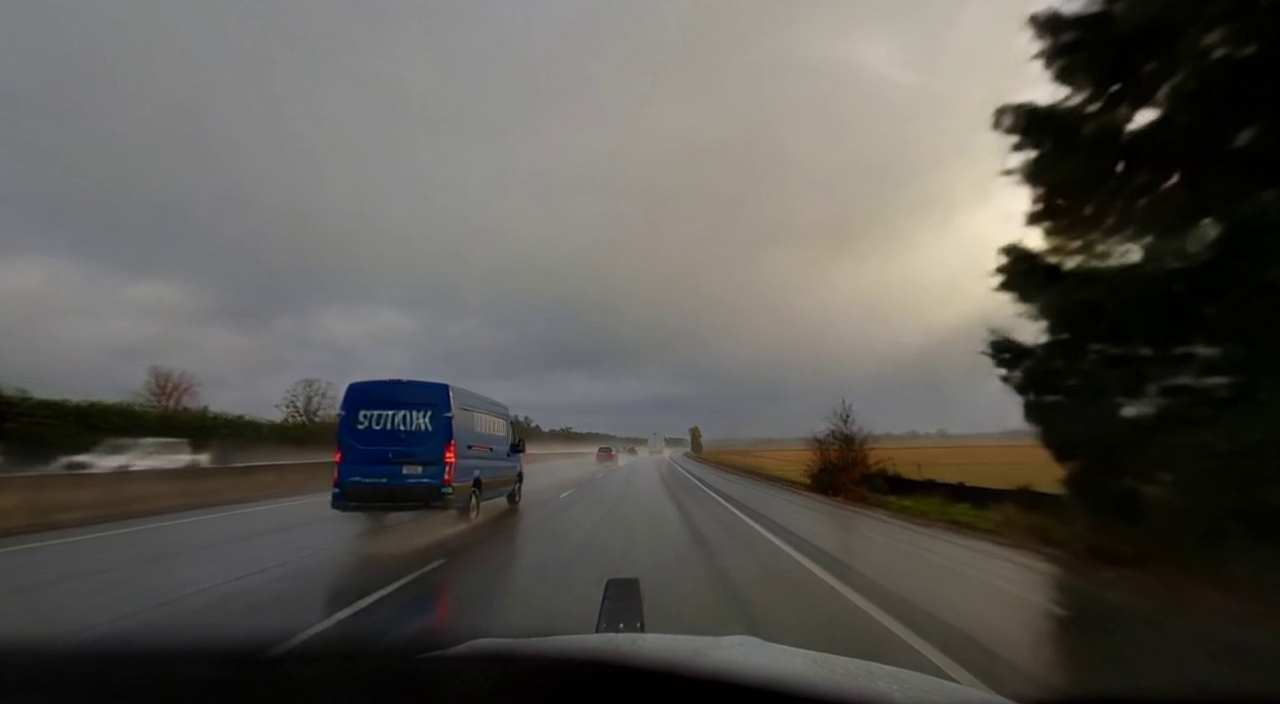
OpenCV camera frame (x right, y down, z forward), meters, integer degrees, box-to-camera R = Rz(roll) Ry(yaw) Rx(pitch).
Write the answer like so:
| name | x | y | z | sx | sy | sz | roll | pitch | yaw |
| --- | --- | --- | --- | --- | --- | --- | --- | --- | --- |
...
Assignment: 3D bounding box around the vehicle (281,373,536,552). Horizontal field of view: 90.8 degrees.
| name | x | y | z | sx | sy | sz | roll | pitch | yaw |
| --- | --- | --- | --- | --- | --- | --- | --- | --- | --- |
| vehicle | -3.510 | 1.855 | 11.076 | 2.360 | 2.367 | 5.223 | 0 | -9 | 1 |
